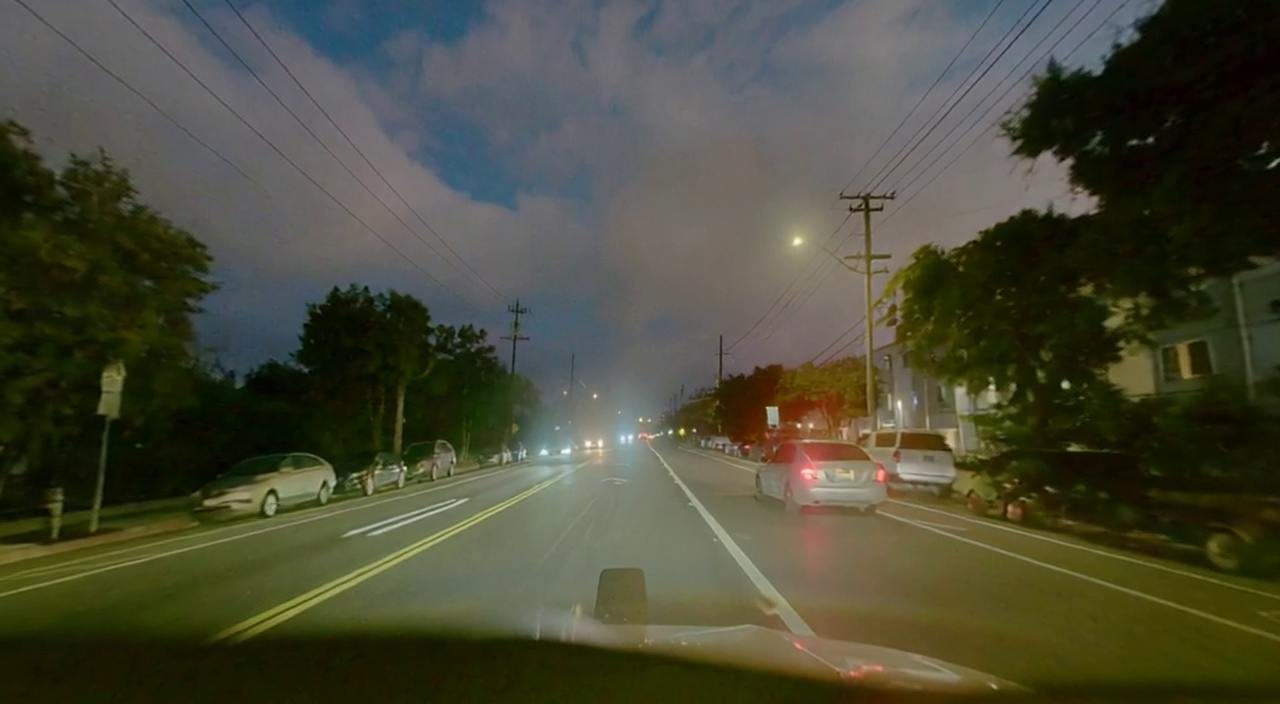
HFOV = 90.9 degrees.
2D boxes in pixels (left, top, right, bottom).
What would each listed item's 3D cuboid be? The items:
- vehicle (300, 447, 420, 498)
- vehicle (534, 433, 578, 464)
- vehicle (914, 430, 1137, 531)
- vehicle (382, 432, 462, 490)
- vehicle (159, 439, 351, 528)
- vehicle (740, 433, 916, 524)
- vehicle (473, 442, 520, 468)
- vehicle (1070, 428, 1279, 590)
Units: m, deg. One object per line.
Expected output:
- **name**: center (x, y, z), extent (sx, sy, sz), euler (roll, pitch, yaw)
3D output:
- **vehicle**: center (-9.345, 4.028, 21.475), extent (1.949, 1.502, 4.264), euler (-1, -8, 3)
- **vehicle**: center (-5.029, 5.842, 38.312), extent (2.050, 1.729, 4.269), euler (0, -8, 1)
- **vehicle**: center (7.689, 2.551, 13.217), extent (1.811, 1.749, 4.308), euler (0, -8, -2)
- **vehicle**: center (-9.429, 4.688, 27.645), extent (1.981, 1.975, 4.534), euler (-3, -4, -1)
- **vehicle**: center (-9.402, 3.167, 15.909), extent (1.961, 1.683, 4.483), euler (-7, -8, 1)
- **vehicle**: center (3.510, 2.439, 12.876), extent (2.059, 1.489, 4.629), euler (0, -8, -1)
- **vehicle**: center (-9.325, 6.719, 41.383), extent (1.944, 1.524, 4.404), euler (0, -8, 1)
- **vehicle**: center (7.744, 1.772, 7.472), extent (2.044, 1.682, 4.466), euler (0, -8, -2)
